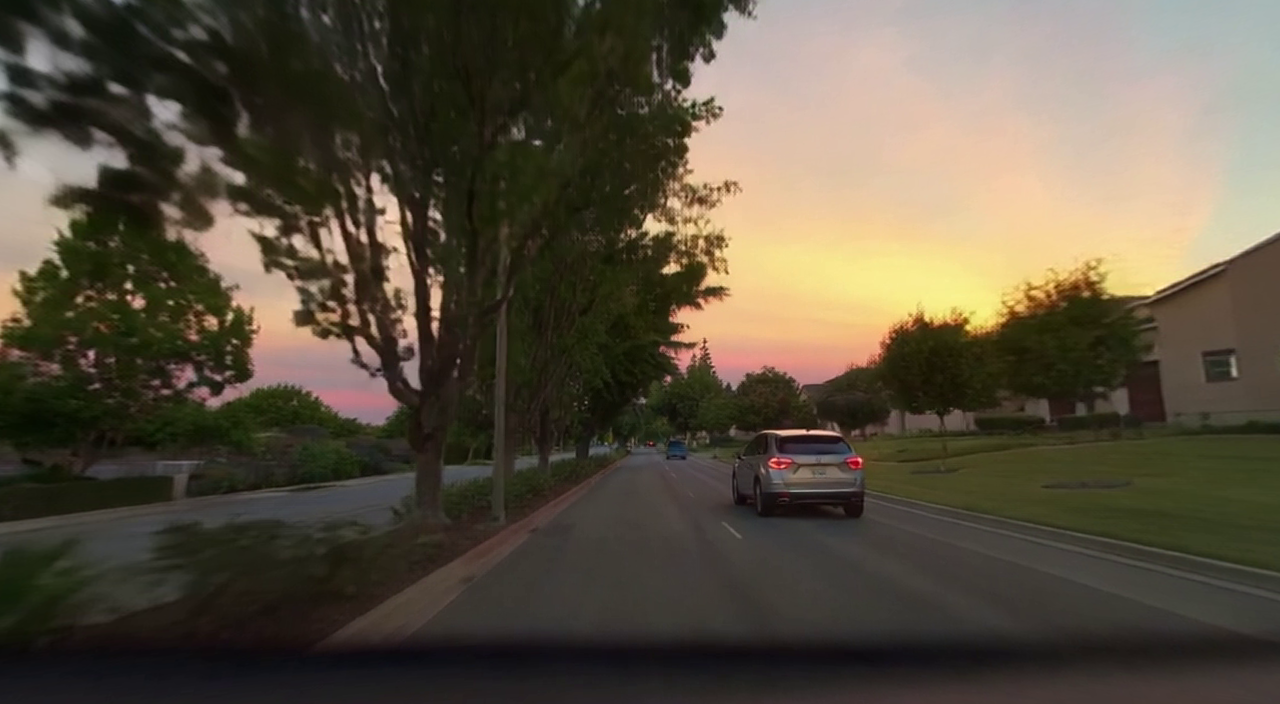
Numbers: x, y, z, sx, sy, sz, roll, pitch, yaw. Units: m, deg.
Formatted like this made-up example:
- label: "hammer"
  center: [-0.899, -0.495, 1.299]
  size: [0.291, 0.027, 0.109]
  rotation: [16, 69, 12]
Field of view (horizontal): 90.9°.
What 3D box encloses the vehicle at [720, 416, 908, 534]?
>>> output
- label: "vehicle"
  center: [2.943, 2.208, 11.945]
  size: [2.180, 1.773, 4.639]
  rotation: [0, -8, -1]
